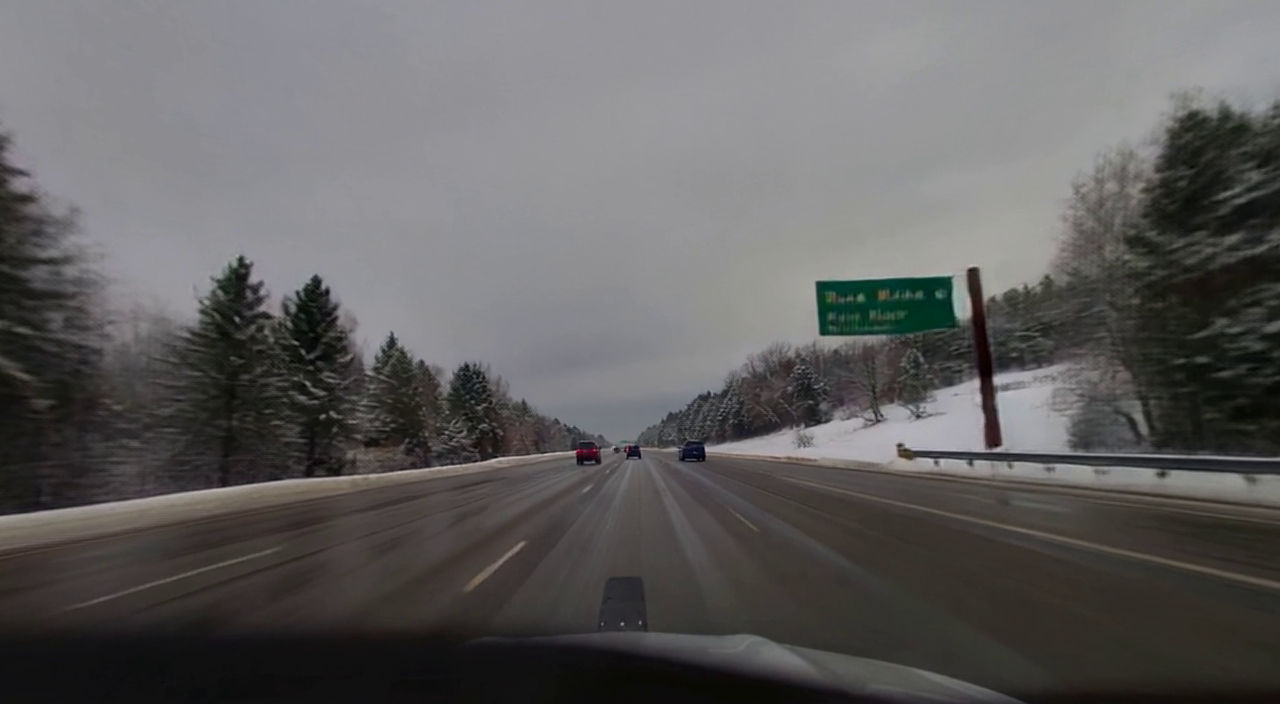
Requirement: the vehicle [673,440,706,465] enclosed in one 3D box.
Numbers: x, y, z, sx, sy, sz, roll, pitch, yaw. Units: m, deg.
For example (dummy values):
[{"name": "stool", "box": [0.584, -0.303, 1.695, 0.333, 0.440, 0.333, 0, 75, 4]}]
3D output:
[{"name": "vehicle", "box": [3.693, 7.526, 47.324, 1.995, 1.712, 4.206, 0, -8, -2]}]
